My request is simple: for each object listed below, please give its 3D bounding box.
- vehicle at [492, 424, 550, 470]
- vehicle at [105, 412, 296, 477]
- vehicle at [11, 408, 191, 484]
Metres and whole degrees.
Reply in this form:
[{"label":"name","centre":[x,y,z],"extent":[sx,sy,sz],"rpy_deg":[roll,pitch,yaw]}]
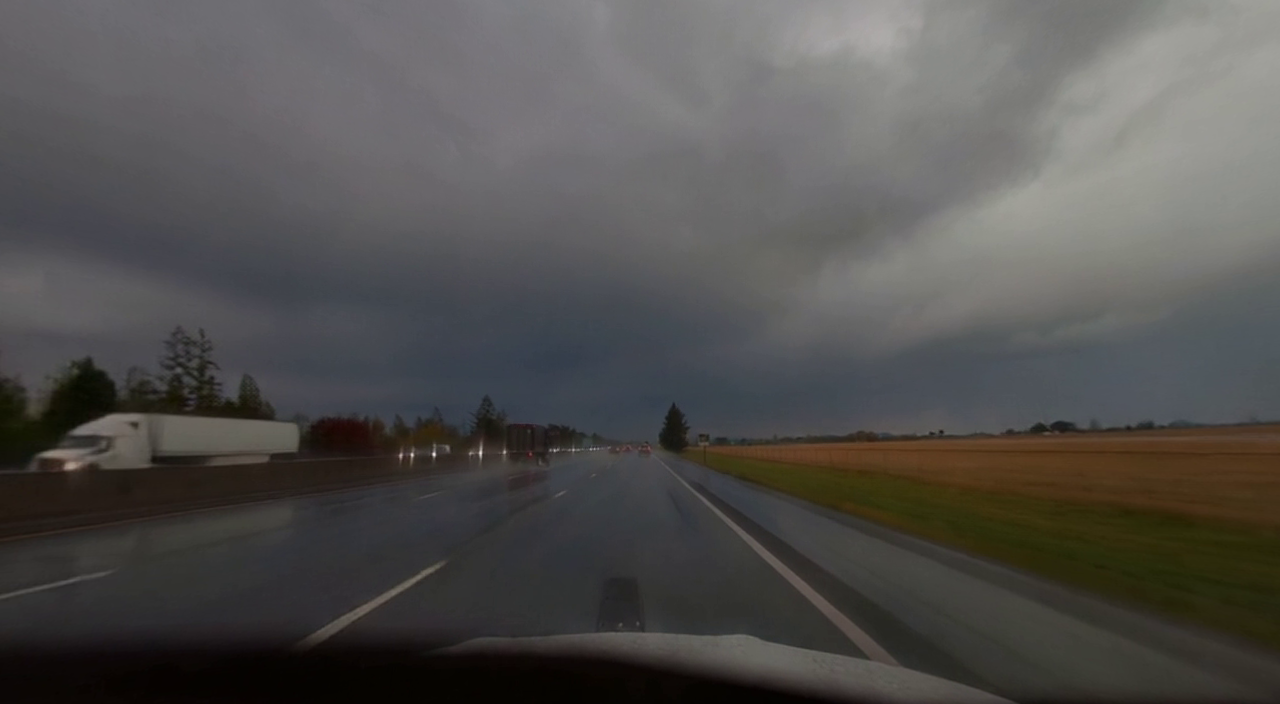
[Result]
[{"label":"vehicle","centre":[-7.437,6.057,40.171],"extent":[2.444,2.685,5.893],"rpy_deg":[0,-9,1]},{"label":"vehicle","centre":[-33.065,7.303,49.211],"extent":[2.929,4.174,16.725],"rpy_deg":[0,-9,0]},{"label":"vehicle","centre":[-32.968,5.890,39.277],"extent":[2.981,4.148,8.975],"rpy_deg":[0,-9,1]}]
